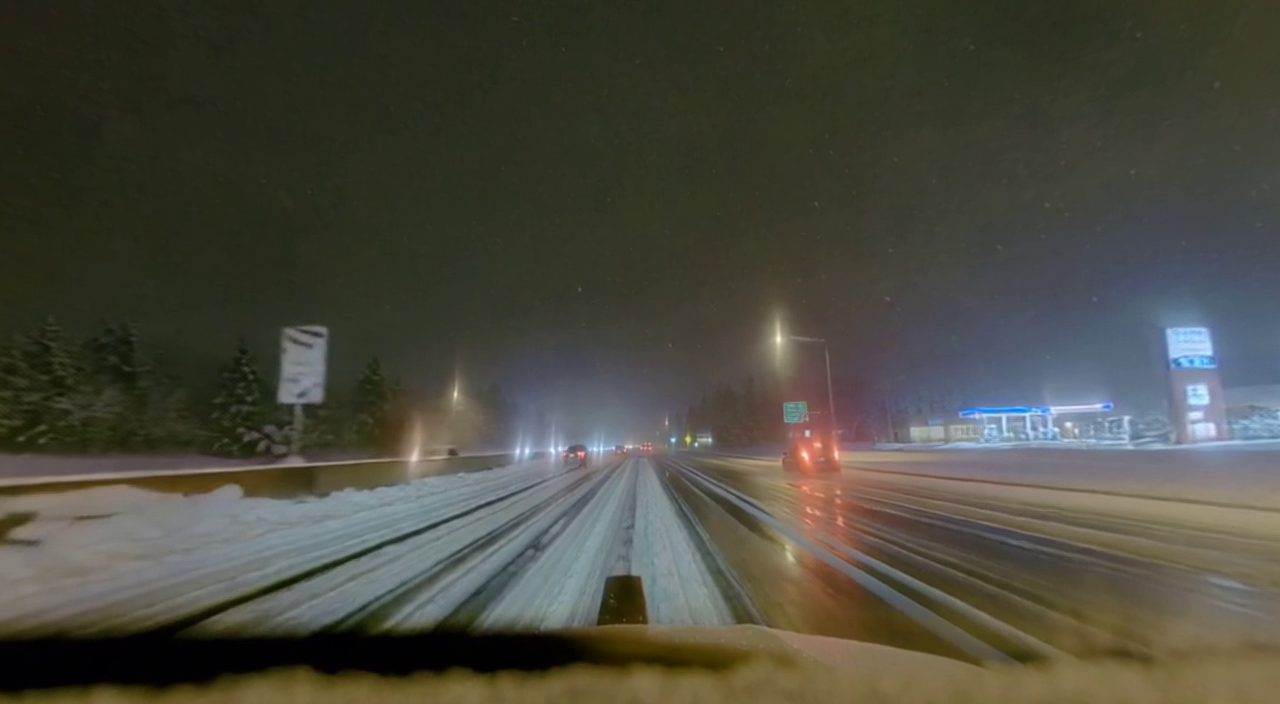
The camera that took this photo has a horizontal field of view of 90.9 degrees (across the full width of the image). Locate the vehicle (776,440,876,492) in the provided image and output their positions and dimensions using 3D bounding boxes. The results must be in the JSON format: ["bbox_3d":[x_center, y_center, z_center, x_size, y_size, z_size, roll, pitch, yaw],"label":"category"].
[{"bbox_3d":[5.928,3.687,20.779,1.909,1.467,4.940,-1,-9,2],"label":"vehicle"}]

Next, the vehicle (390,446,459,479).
[{"bbox_3d":[-10.935,5.623,32.365,2.135,1.526,3.840,-1,-9,1],"label":"vehicle"}]

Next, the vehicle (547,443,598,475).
[{"bbox_3d":[-3.384,5.493,32.583,2.114,1.510,4.186,-1,-9,1],"label":"vehicle"}]
